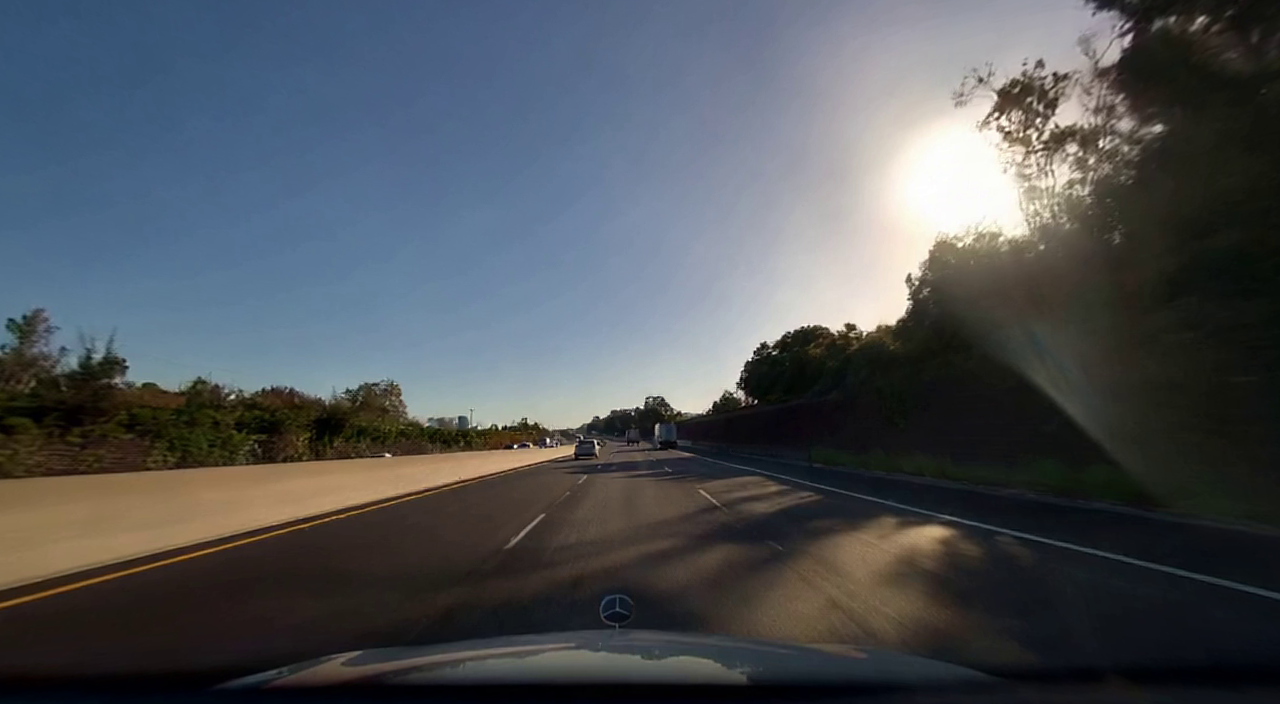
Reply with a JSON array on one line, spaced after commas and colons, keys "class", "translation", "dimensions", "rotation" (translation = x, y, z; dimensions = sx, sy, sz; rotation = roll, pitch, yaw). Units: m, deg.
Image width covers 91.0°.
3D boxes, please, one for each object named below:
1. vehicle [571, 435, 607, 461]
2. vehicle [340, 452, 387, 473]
[{"class": "vehicle", "translation": [-3.631, 6.917, 45.459], "dimensions": [2.241, 1.773, 4.482], "rotation": [0, -8, -1]}, {"class": "vehicle", "translation": [-20.258, 8.121, 46.230], "dimensions": [1.674, 1.371, 3.887], "rotation": [-1, -8, 0]}]
